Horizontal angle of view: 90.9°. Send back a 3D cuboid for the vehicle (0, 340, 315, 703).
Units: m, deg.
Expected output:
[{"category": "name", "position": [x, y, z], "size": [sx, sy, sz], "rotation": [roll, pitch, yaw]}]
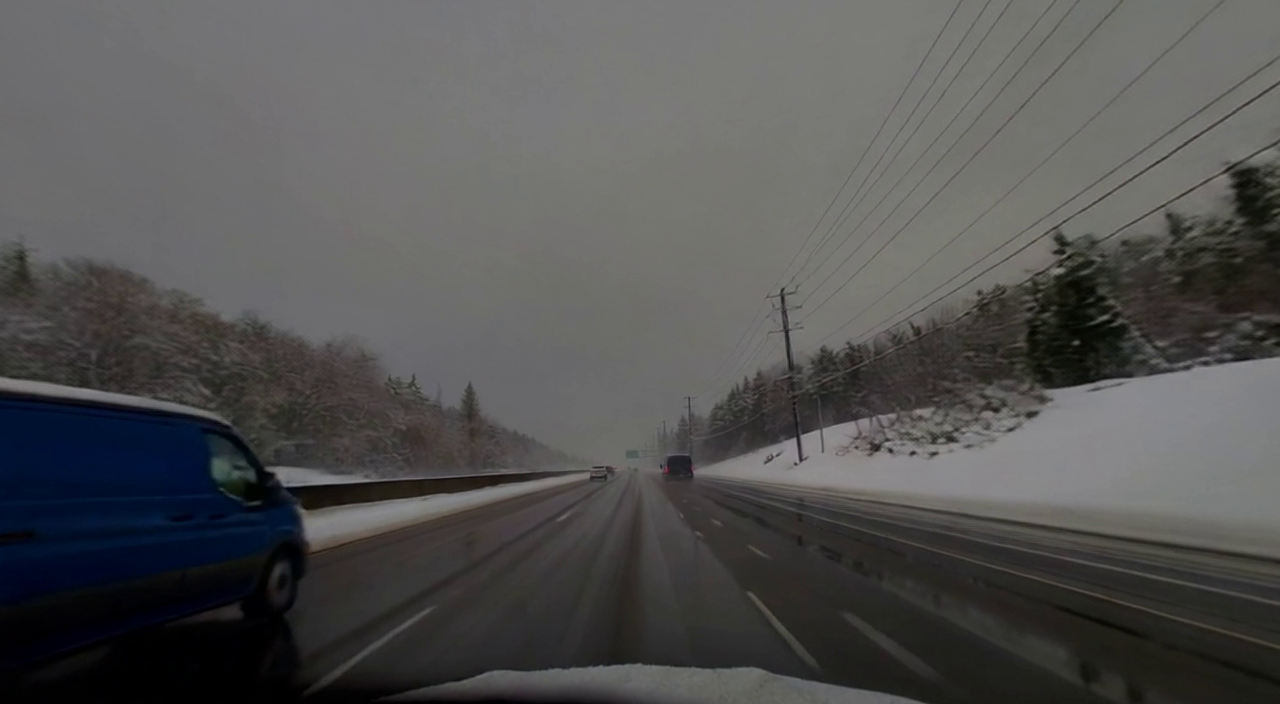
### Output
[{"category": "vehicle", "position": [-3.776, 0.851, 2.759], "size": [2.153, 1.756, 4.730], "rotation": [1, -11, 0]}]
